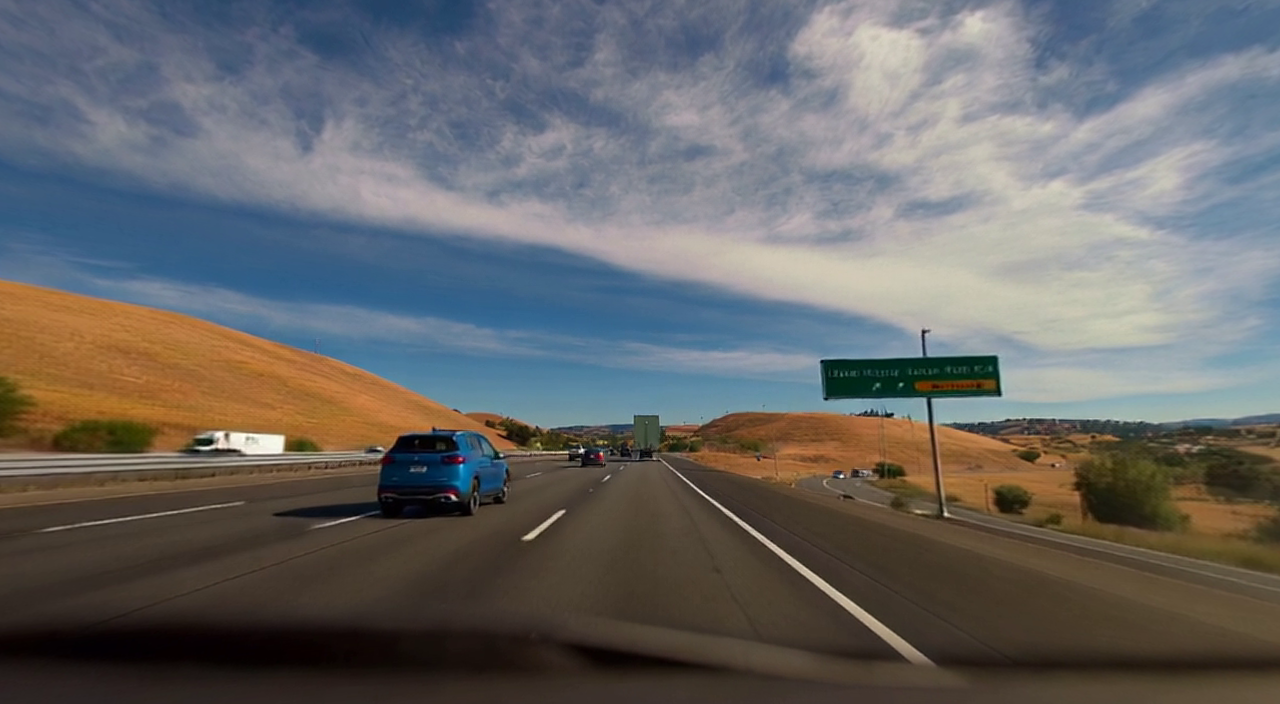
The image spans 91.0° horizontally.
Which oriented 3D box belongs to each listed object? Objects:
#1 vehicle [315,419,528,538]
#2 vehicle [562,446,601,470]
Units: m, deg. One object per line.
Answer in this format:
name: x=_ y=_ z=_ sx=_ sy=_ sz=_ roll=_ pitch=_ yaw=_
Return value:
vehicle: x=-3.682 y=2.237 z=11.776 sx=2.194 sy=1.725 sz=4.698 roll=0 pitch=-9 yaw=1
vehicle: x=-3.811 y=6.969 z=41.624 sx=2.101 sy=1.476 sz=4.471 roll=1 pitch=-9 yaw=1
